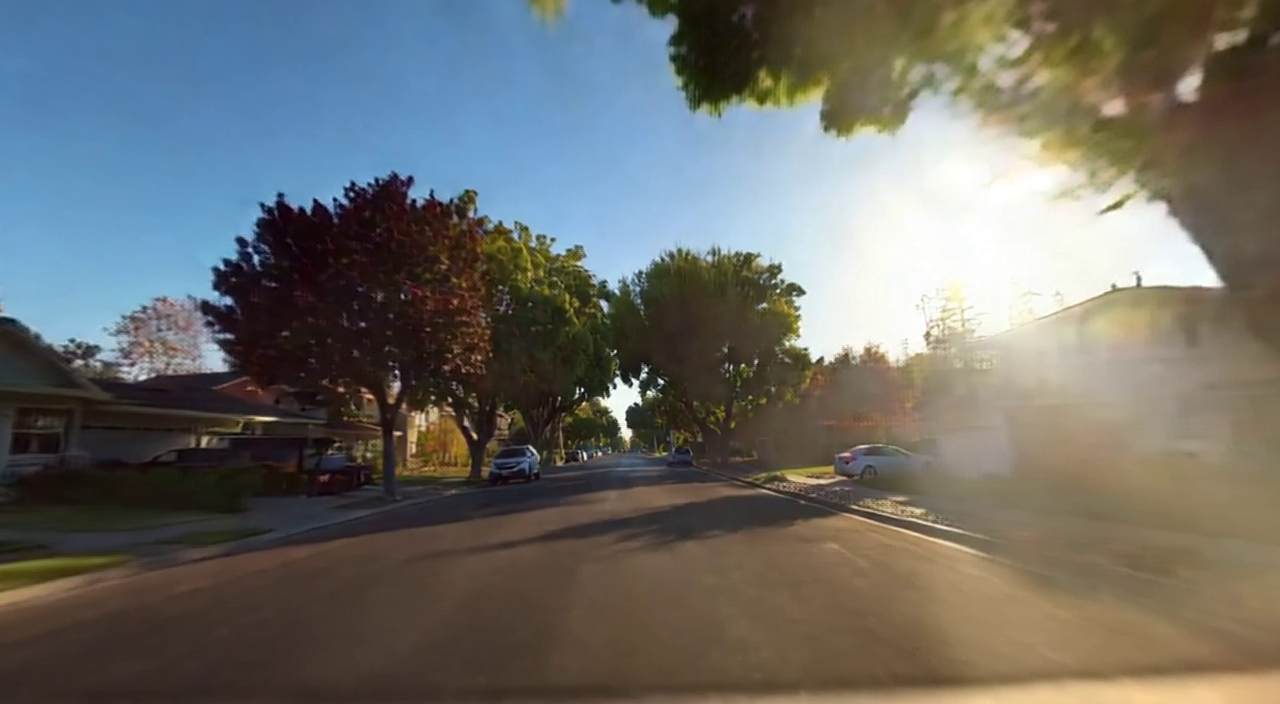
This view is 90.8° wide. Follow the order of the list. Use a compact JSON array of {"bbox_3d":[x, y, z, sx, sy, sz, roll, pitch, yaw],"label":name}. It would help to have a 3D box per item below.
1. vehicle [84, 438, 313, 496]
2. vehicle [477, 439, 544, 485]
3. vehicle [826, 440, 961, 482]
[{"bbox_3d":[-12.535,3.292,18.236,5.040,1.541,2.042,0,-9,0],"label":"vehicle"},{"bbox_3d":[-5.980,5.131,29.869,2.341,1.942,5.044,0,-8,-3],"label":"vehicle"},{"bbox_3d":[9.967,4.314,25.098,4.497,1.564,1.948,0,-8,-2],"label":"vehicle"}]
